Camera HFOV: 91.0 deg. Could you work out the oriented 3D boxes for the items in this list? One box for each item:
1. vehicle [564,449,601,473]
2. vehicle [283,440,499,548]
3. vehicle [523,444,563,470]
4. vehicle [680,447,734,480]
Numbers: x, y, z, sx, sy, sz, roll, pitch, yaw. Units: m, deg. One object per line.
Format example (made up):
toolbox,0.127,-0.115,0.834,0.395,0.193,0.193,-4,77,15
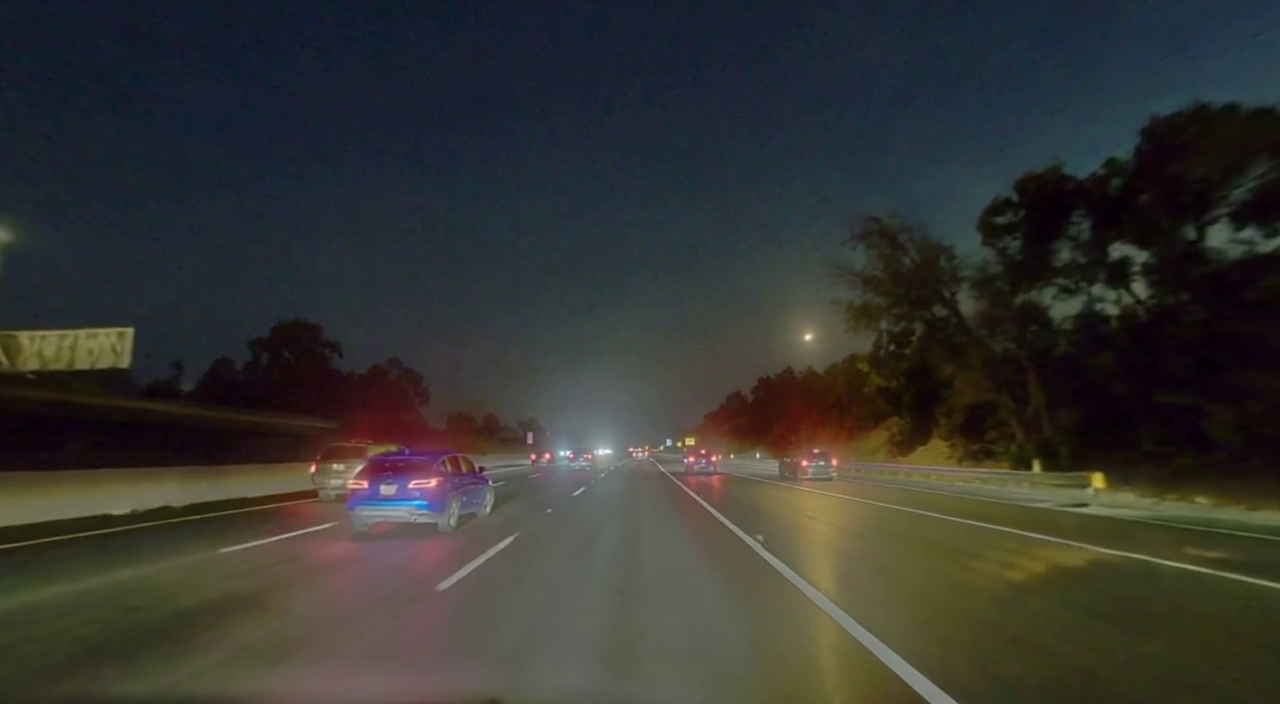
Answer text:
vehicle,-3.759,7.195,41.818,2.071,1.478,4.130,0,-9,1
vehicle,-4.011,2.354,11.135,1.988,1.506,4.416,0,-9,0
vehicle,-6.898,7.539,45.336,2.111,1.811,4.391,0,-9,1
vehicle,3.198,5.457,31.114,2.141,1.507,4.510,0,-9,0
